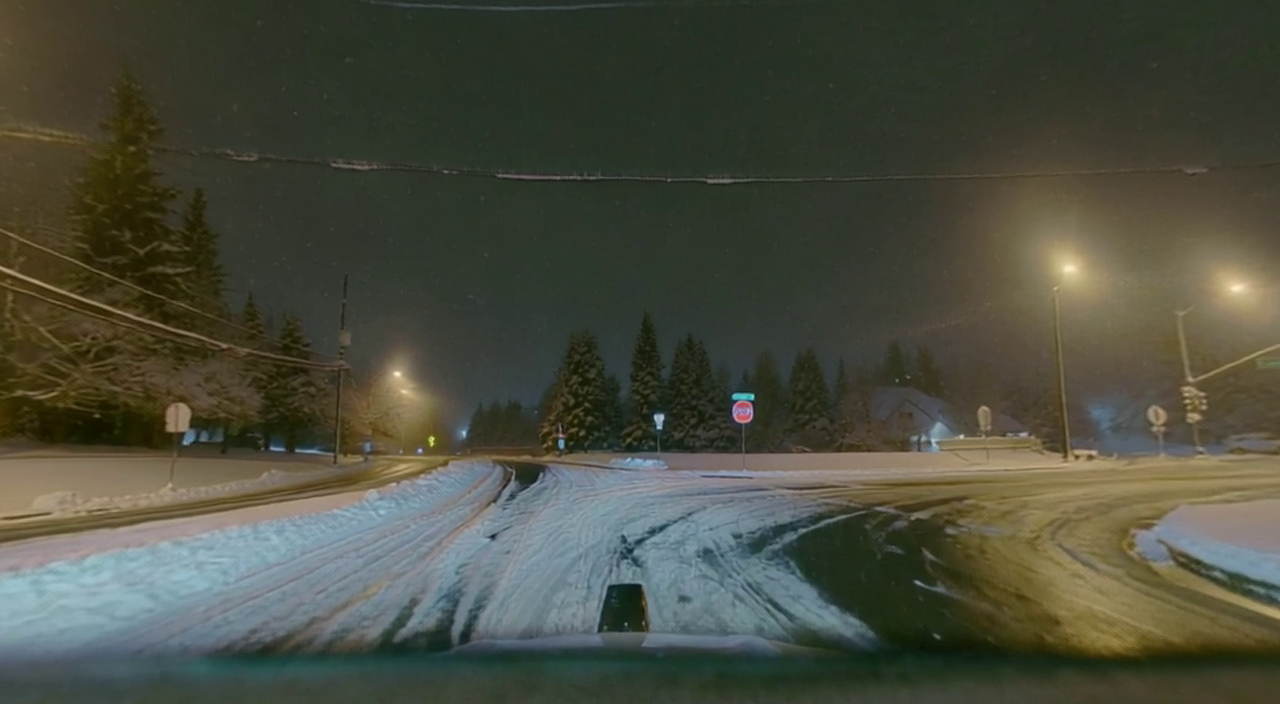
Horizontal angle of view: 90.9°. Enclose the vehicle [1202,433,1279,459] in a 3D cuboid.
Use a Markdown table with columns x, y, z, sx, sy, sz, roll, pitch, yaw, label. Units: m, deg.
| x | y | z | sx | sy | sz | roll | pitch | yaw | label |
| --- | --- | --- | --- | --- | --- | --- | --- | --- | --- |
| 47.186 | 7.181 | 48.065 | 2.192 | 1.897 | 5.871 | 4 | -9 | -27 | vehicle |
